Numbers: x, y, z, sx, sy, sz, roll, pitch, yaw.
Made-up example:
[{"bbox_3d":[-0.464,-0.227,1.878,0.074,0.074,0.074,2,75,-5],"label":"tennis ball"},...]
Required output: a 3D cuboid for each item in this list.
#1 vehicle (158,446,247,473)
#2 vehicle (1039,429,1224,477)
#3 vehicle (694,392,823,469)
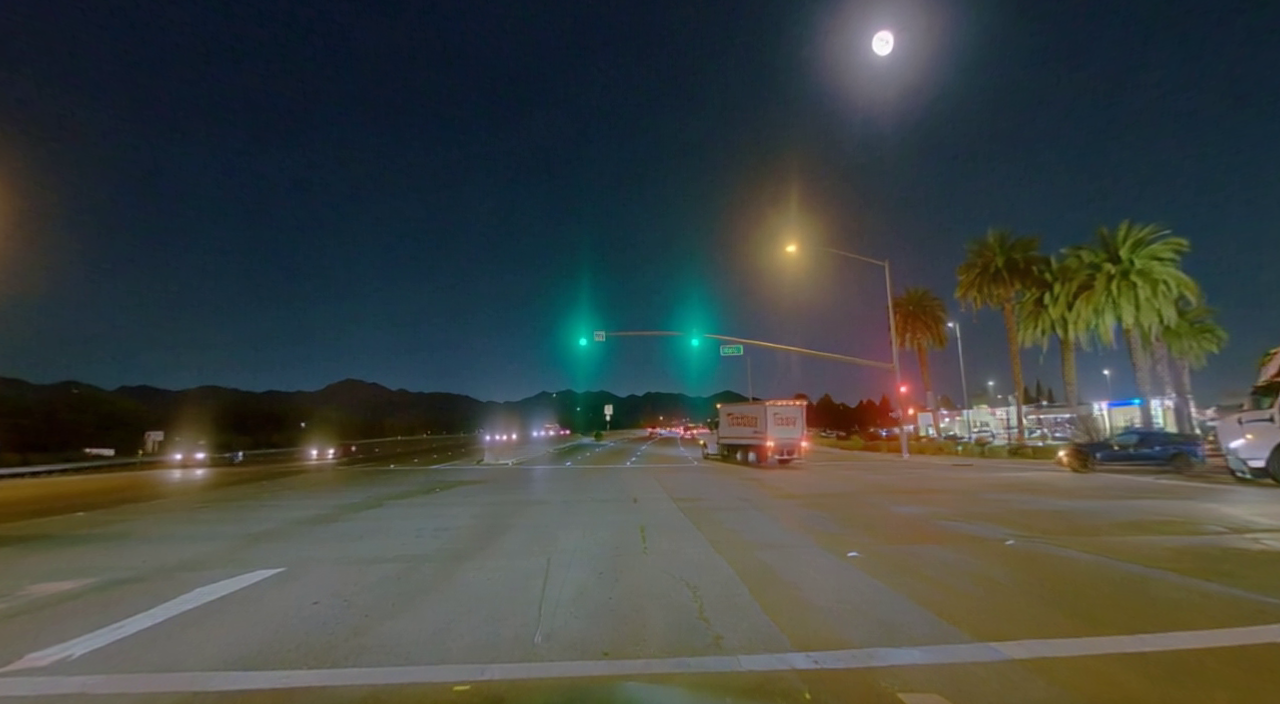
[{"bbox_3d":[-26.225,6.437,37.875,1.868,1.469,4.746,0,-9,1],"label":"vehicle"},{"bbox_3d":[16.592,3.443,21.503,4.508,1.493,1.907,-3,-9,19],"label":"vehicle"},{"bbox_3d":[5.741,4.100,32.095,3.237,3.414,7.088,3,-9,-20],"label":"vehicle"}]
